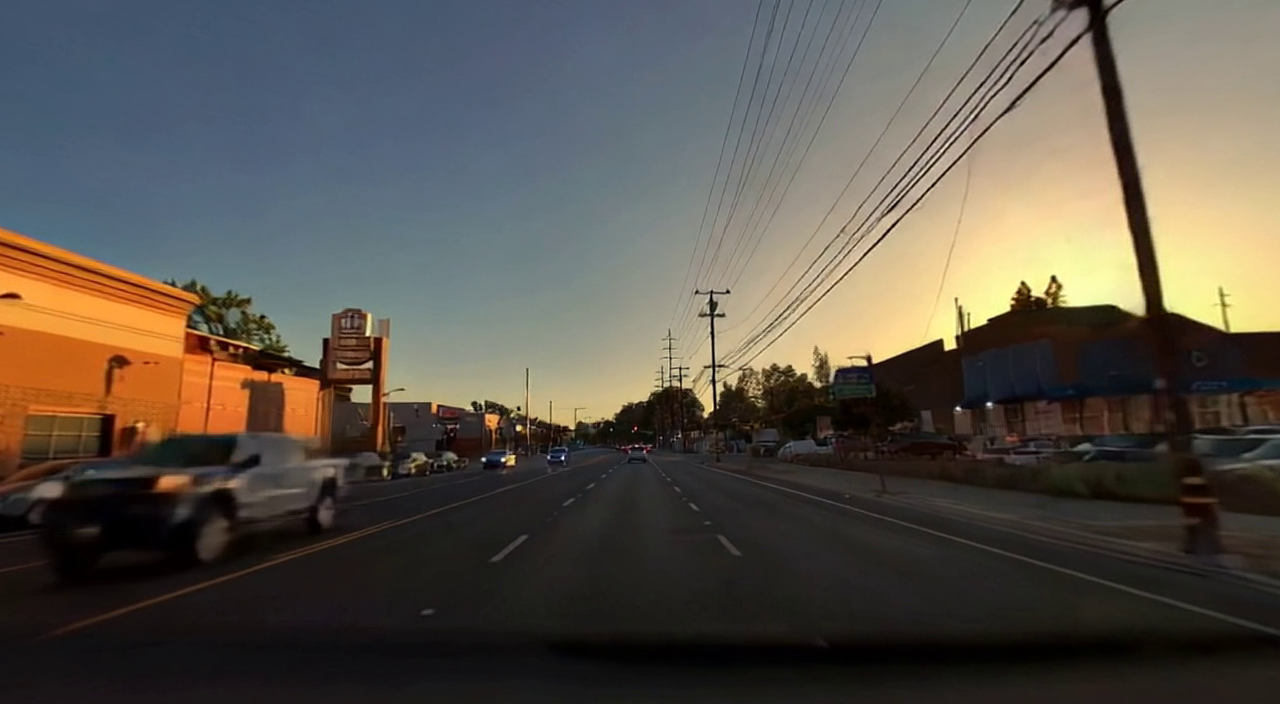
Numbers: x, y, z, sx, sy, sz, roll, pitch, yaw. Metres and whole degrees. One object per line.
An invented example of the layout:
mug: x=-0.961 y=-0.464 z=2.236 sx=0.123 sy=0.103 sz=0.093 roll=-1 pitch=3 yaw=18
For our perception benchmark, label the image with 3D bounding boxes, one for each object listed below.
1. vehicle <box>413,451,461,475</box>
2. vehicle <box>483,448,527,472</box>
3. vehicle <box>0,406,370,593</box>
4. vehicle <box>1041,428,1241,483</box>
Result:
vehicle: x=-14.825 y=8.105 z=46.412 sx=1.954 sy=1.519 sz=5.051 roll=-1 pitch=-8 yaw=-1
vehicle: x=-9.151 y=7.347 z=43.263 sx=1.988 sy=1.472 sz=4.633 roll=0 pitch=-8 yaw=1
vehicle: x=-6.042 y=1.818 z=8.797 sx=2.180 sy=1.805 sz=5.170 roll=0 pitch=-8 yaw=1
vehicle: x=14.827 y=3.046 z=18.899 sx=4.300 sy=1.431 sz=1.937 roll=-2 pitch=-7 yaw=0
